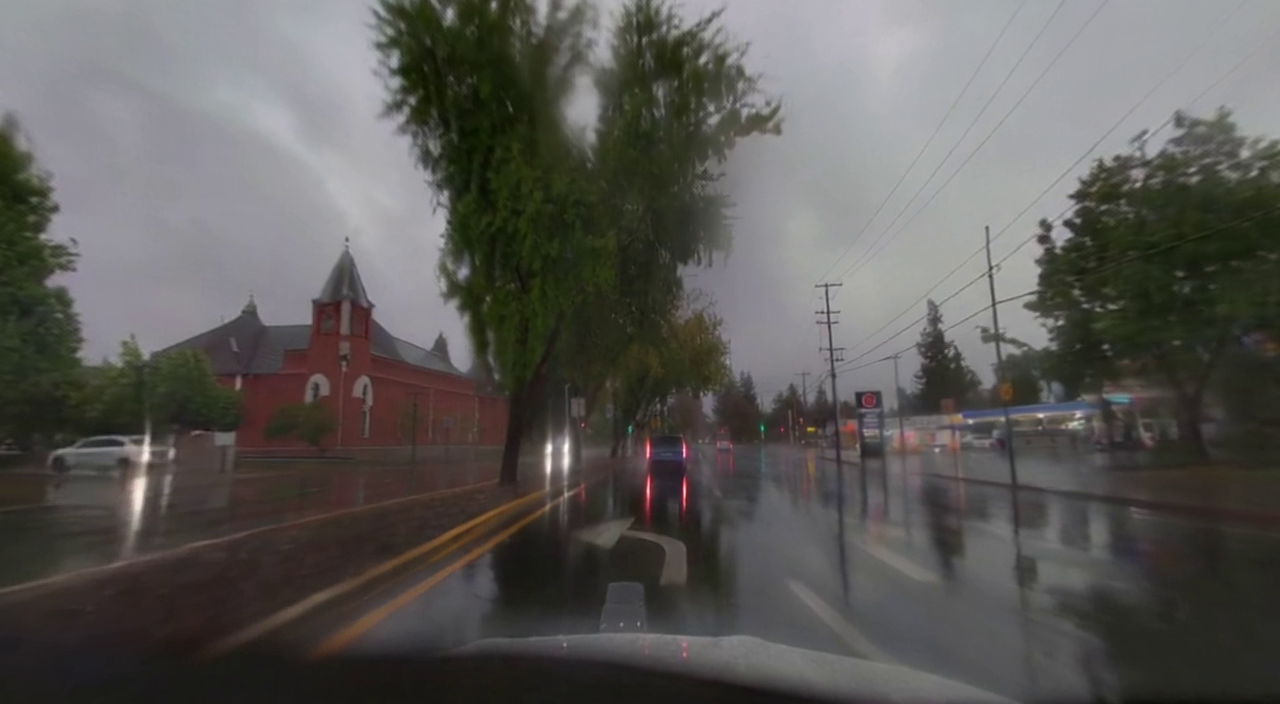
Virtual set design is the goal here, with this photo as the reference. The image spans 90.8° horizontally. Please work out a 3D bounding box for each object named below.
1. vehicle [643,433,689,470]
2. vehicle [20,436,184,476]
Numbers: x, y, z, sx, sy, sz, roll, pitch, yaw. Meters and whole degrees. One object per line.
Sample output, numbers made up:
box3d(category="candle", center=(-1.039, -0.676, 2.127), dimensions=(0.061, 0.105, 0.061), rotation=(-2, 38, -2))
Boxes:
box3d(category="vehicle", center=(1.274, 4.689, 29.892), dimensions=(2.032, 1.621, 4.082), rotation=(-1, -8, 4))
box3d(category="vehicle", center=(-21.464, 4.141, 25.492), dimensions=(4.430, 1.493, 2.210), rotation=(3, -9, -19))
